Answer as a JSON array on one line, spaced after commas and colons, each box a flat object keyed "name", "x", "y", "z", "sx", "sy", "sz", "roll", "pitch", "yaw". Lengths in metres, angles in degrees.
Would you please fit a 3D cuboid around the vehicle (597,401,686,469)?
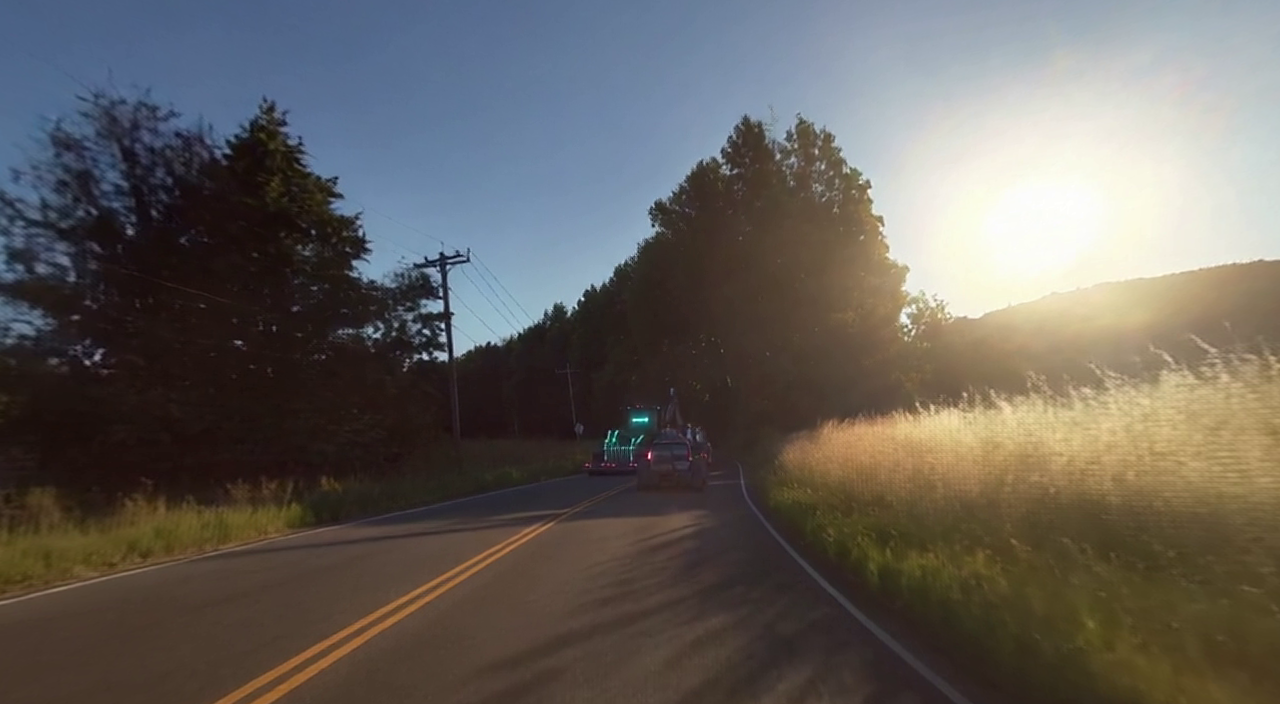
[{"name": "vehicle", "x": 0.312, "y": 6.023, "z": 44.674, "sx": 4.788, "sy": 4.368, "sz": 6.529, "roll": -2, "pitch": -11, "yaw": 14}]

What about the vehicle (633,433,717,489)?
[{"name": "vehicle", "x": 1.097, "y": 3.208, "z": 18.853, "sx": 2.196, "sy": 1.465, "sz": 4.294, "roll": -1, "pitch": -8, "yaw": 5}]
